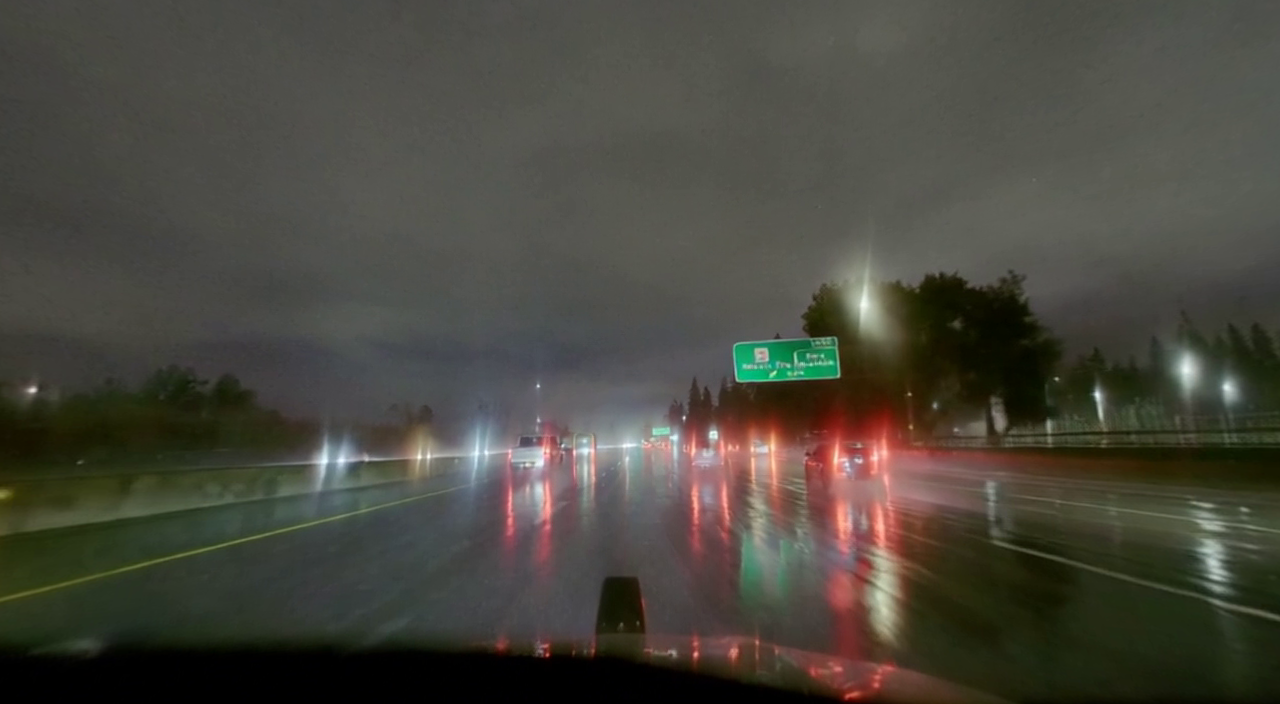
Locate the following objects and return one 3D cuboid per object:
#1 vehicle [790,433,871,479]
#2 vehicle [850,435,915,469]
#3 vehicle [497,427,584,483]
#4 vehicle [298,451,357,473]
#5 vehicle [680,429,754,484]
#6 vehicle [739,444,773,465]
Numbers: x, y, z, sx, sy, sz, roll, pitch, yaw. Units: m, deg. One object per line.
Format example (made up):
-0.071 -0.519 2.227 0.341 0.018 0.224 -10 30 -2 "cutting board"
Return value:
7.602 4.200 25.593 2.022 1.682 4.226 0 -9 1 "vehicle"
13.467 5.577 35.230 2.010 1.765 4.375 0 -9 2 "vehicle"
-3.430 3.687 22.763 2.199 1.777 4.790 0 -9 2 "vehicle"
-23.708 8.345 47.960 1.968 1.518 4.676 0 -9 2 "vehicle"
2.554 3.589 21.853 2.181 1.728 3.970 0 -9 2 "vehicle"
8.558 7.576 46.784 1.815 1.479 3.892 0 -9 1 "vehicle"
